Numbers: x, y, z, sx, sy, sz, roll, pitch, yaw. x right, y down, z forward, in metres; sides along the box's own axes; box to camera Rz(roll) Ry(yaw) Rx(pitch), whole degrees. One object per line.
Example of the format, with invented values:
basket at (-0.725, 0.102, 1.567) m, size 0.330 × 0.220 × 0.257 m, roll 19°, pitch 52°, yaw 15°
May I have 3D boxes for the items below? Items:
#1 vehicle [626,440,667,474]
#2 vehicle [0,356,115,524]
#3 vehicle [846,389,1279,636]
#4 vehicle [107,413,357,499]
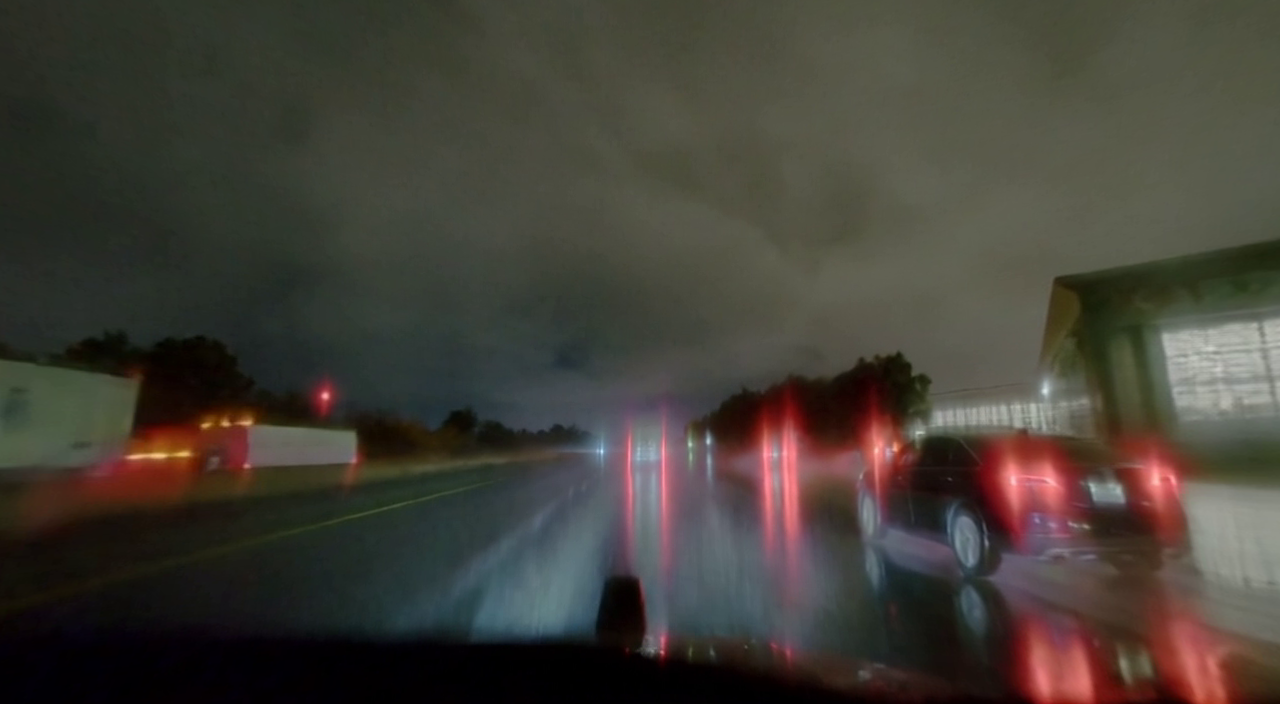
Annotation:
vehicle at (0.284, 5.575, 33.507) m, size 2.015 × 1.639 × 4.086 m, roll 0°, pitch -9°, yaw -1°
vehicle at (-15.914, 1.781, 12.915) m, size 3.049 × 3.710 × 8.153 m, roll 0°, pitch -9°, yaw 1°
vehicle at (4.064, 1.431, 6.713) m, size 2.008 × 1.595 × 5.082 m, roll -1°, pitch -9°, yaw 0°
vehicle at (-15.916, 4.302, 26.396) m, size 2.723 × 2.765 × 11.554 m, roll 0°, pitch -9°, yaw 0°
